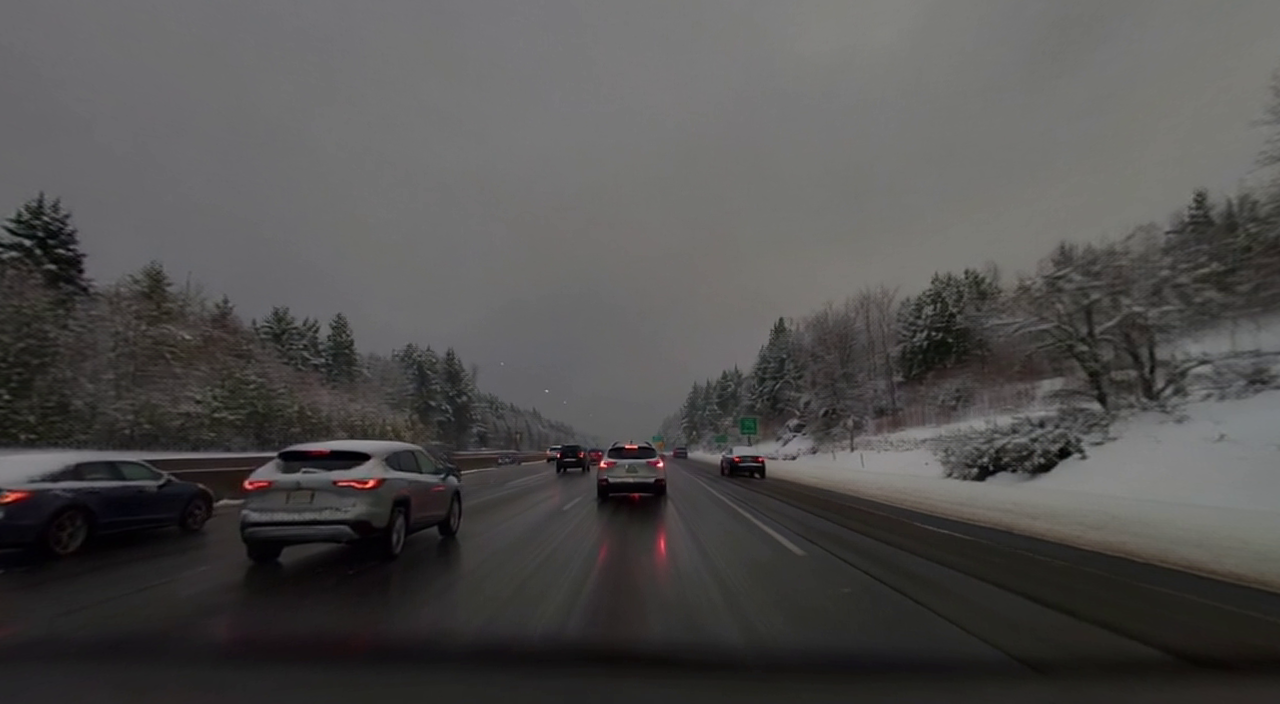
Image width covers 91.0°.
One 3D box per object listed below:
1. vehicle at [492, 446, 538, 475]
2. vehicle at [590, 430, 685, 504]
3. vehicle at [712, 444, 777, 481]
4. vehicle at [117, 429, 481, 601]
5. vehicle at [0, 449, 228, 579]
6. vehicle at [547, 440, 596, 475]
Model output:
[{"bbox_3d":[-7.443,6.457,37.839,1.931,1.617,4.060,0,-9,0],"label":"vehicle"},{"bbox_3d":[-0.051,3.032,17.004,2.223,1.722,4.177,0,-9,0],"label":"vehicle"},{"bbox_3d":[4.518,4.832,27.940,2.006,1.474,4.669,0,-9,-1],"label":"vehicle"},{"bbox_3d":[-3.582,1.773,7.806,2.011,1.498,4.341,0,-9,1],"label":"vehicle"},{"bbox_3d":[-7.946,2.019,8.513,1.948,1.391,4.111,0,-9,0],"label":"vehicle"},{"bbox_3d":[-3.648,5.742,34.500,2.142,1.808,4.266,0,-9,1],"label":"vehicle"}]
